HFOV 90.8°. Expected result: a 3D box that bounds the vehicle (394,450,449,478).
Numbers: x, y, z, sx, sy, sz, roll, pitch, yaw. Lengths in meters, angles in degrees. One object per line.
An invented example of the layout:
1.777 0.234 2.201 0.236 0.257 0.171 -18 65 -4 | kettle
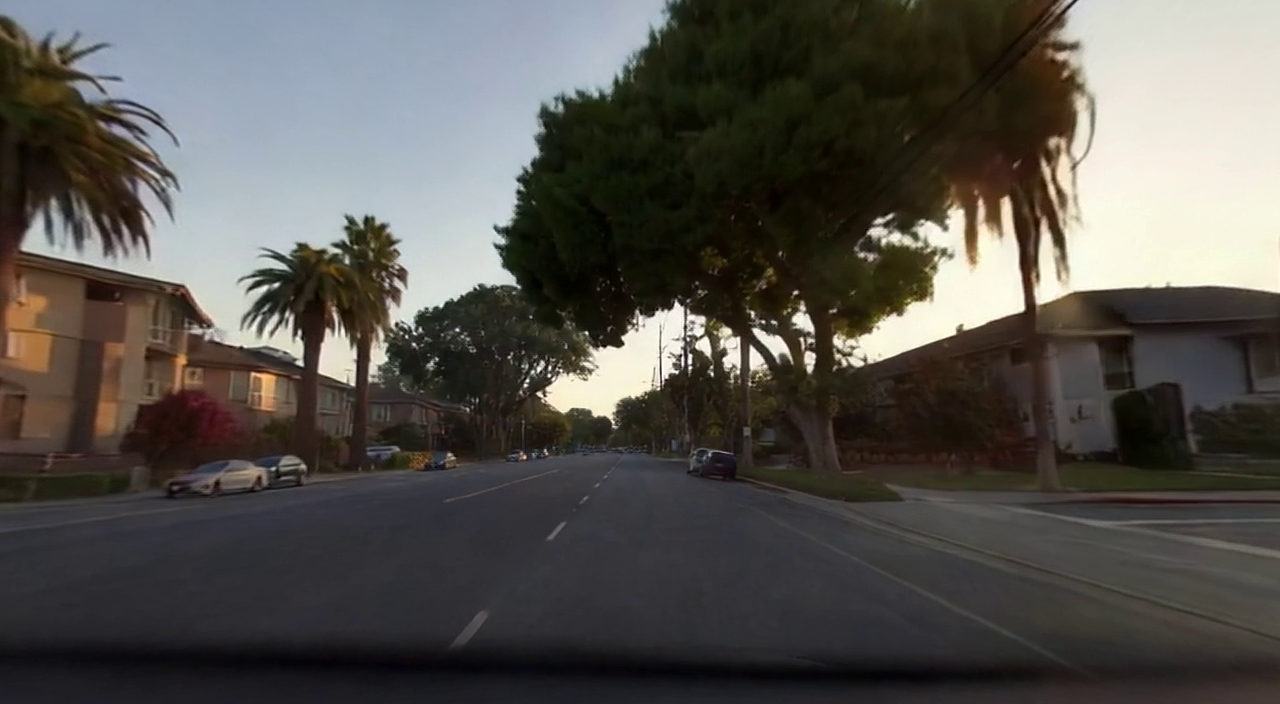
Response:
-13.722 7.045 39.975 1.899 1.474 4.529 -1 -7 -1 | vehicle

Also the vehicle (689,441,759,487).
3.435 4.684 26.833 2.221 1.718 5.192 0 -9 0 | vehicle

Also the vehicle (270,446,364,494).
-13.693 4.975 27.111 1.844 1.764 4.183 -1 -7 0 | vehicle

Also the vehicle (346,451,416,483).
-13.753 6.095 33.794 1.921 1.498 4.460 0 -7 -1 | vehicle

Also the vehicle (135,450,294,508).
-13.600 4.028 20.595 2.131 1.492 4.310 -1 -7 2 | vehicle
